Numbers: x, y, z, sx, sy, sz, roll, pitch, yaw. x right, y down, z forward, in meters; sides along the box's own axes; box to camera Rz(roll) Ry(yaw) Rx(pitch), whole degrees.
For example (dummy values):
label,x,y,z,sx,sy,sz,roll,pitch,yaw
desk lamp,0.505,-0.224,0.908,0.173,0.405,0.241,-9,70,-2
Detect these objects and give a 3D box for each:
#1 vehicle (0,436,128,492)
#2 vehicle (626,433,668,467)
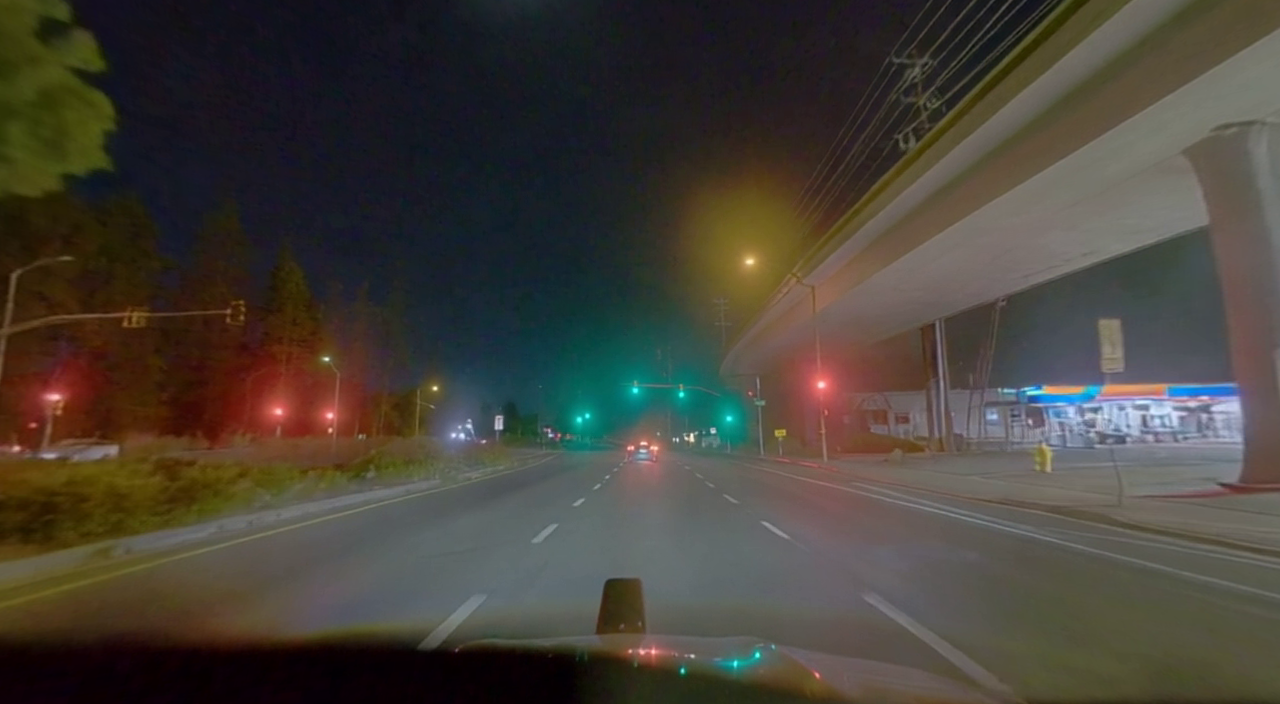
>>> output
label,x,y,z,sx,sy,sz,roll,pitch,yaw
vehicle,-23.137,4.354,24.727,2.026,1.965,4.674,0,-9,-1
vehicle,0.306,5.040,32.320,2.074,1.631,3.793,0,-9,-1
